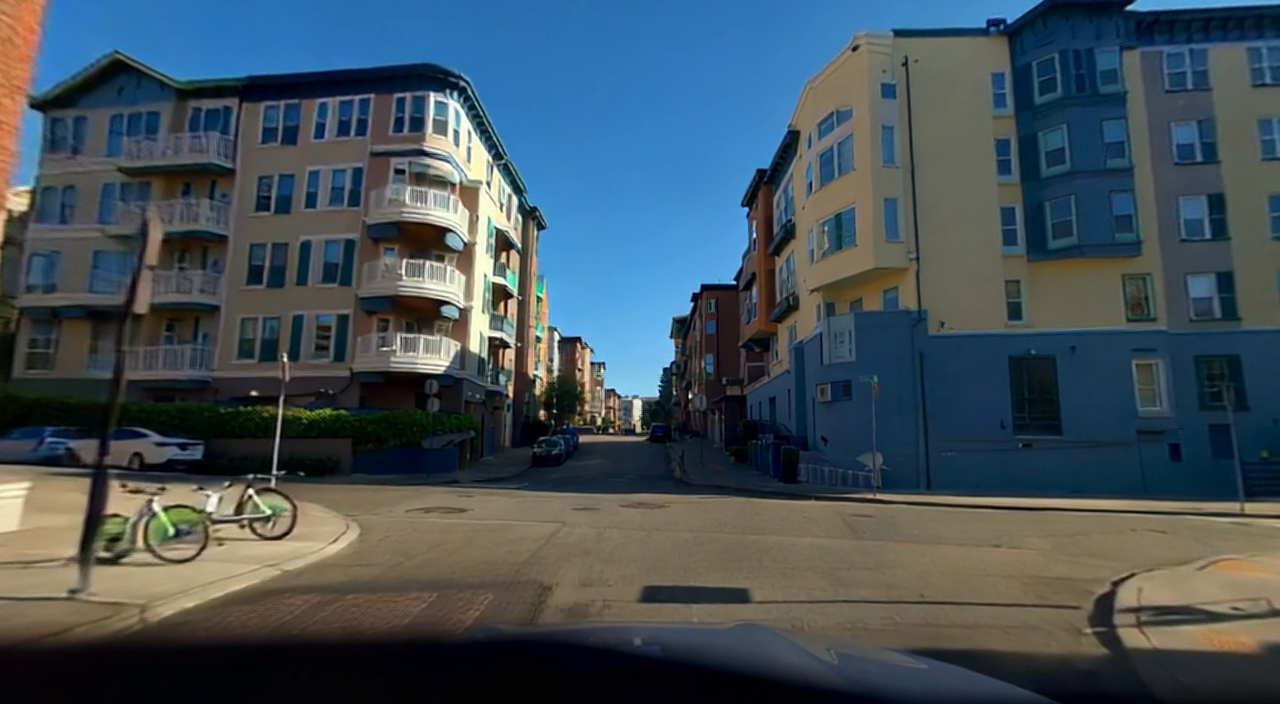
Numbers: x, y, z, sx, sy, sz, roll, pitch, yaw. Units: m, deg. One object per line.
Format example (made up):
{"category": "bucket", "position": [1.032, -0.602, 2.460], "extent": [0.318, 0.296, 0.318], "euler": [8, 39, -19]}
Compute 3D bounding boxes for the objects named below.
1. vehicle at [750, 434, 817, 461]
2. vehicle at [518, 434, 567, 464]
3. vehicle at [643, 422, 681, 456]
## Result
{"category": "vehicle", "position": [8.150, 5.450, 35.885], "extent": [3.404, 1.431, 1.641], "euler": [1, -8, -1]}
{"category": "vehicle", "position": [-4.839, 4.864, 31.690], "extent": [1.897, 1.431, 3.741], "euler": [0, -8, 0]}
{"category": "vehicle", "position": [1.359, 5.646, 40.894], "extent": [2.072, 2.074, 4.358], "euler": [1, -8, -3]}
